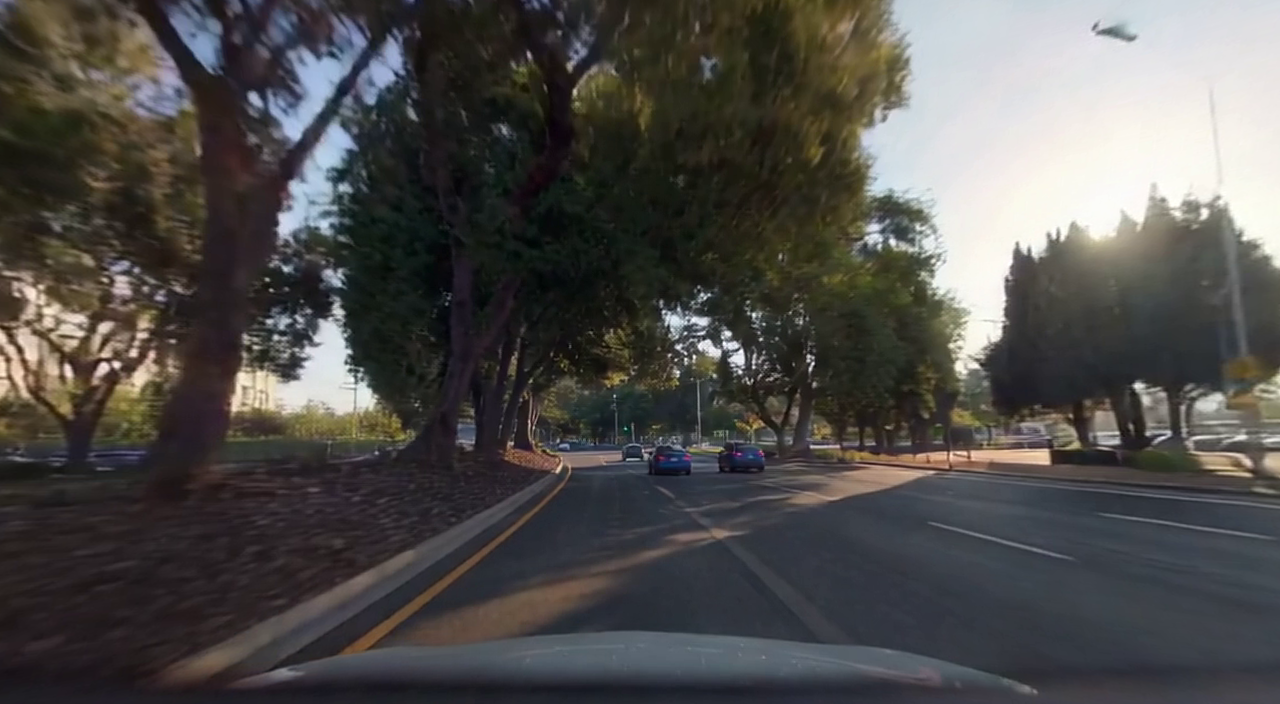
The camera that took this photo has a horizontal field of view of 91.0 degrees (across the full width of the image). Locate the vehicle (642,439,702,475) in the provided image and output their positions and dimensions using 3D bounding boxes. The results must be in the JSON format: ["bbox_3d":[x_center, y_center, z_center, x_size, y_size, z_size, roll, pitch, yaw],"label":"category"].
[{"bbox_3d":[1.339,4.661,28.259,2.077,1.464,4.134,1,-8,-6],"label":"vehicle"}]

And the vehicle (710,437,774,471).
[{"bbox_3d":[4.729,4.806,29.954,1.901,1.474,4.363,1,-8,-6],"label":"vehicle"}]
